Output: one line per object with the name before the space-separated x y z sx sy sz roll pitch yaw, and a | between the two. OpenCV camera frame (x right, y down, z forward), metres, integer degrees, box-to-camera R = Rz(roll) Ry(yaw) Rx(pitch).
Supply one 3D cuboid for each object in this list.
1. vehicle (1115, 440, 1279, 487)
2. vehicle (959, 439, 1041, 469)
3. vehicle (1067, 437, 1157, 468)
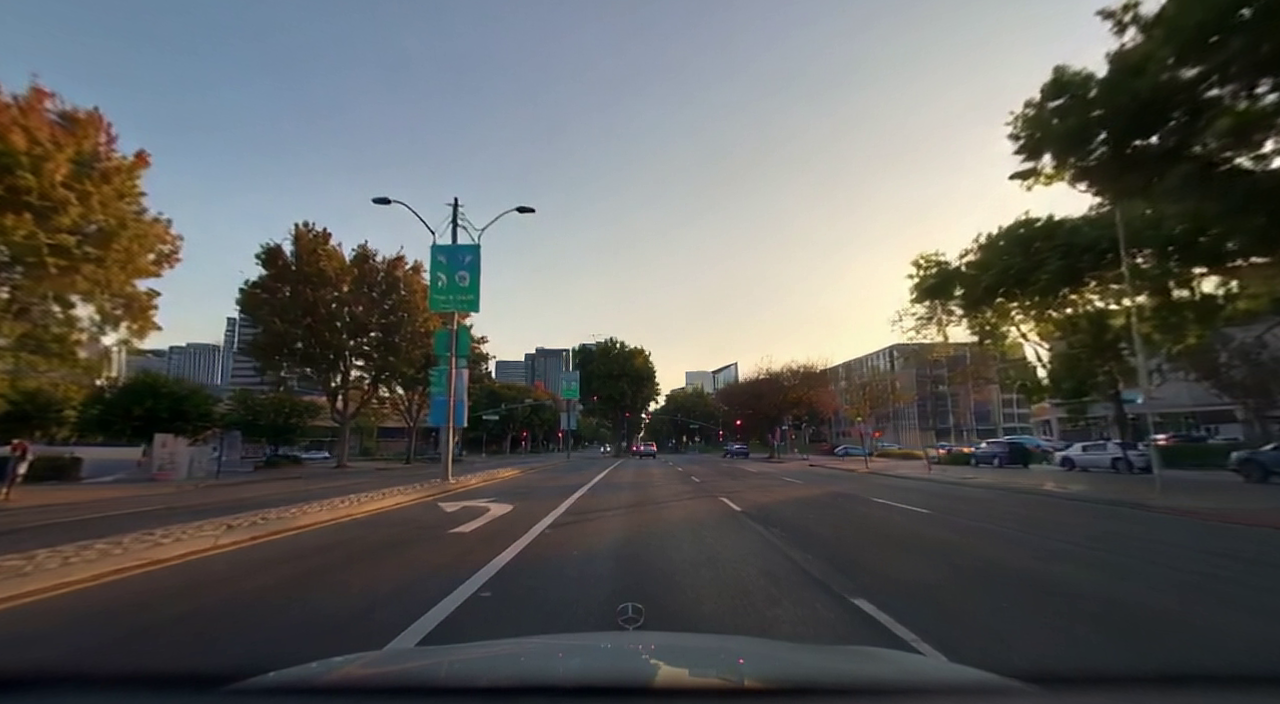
vehicle | 18.876 3.699 21.157 4.348 1.448 1.976 -5 -10 30
vehicle | 19.261 5.474 33.977 1.842 1.495 4.474 0 -8 1
vehicle | 24.900 5.317 33.417 1.736 1.516 4.047 0 -8 3
